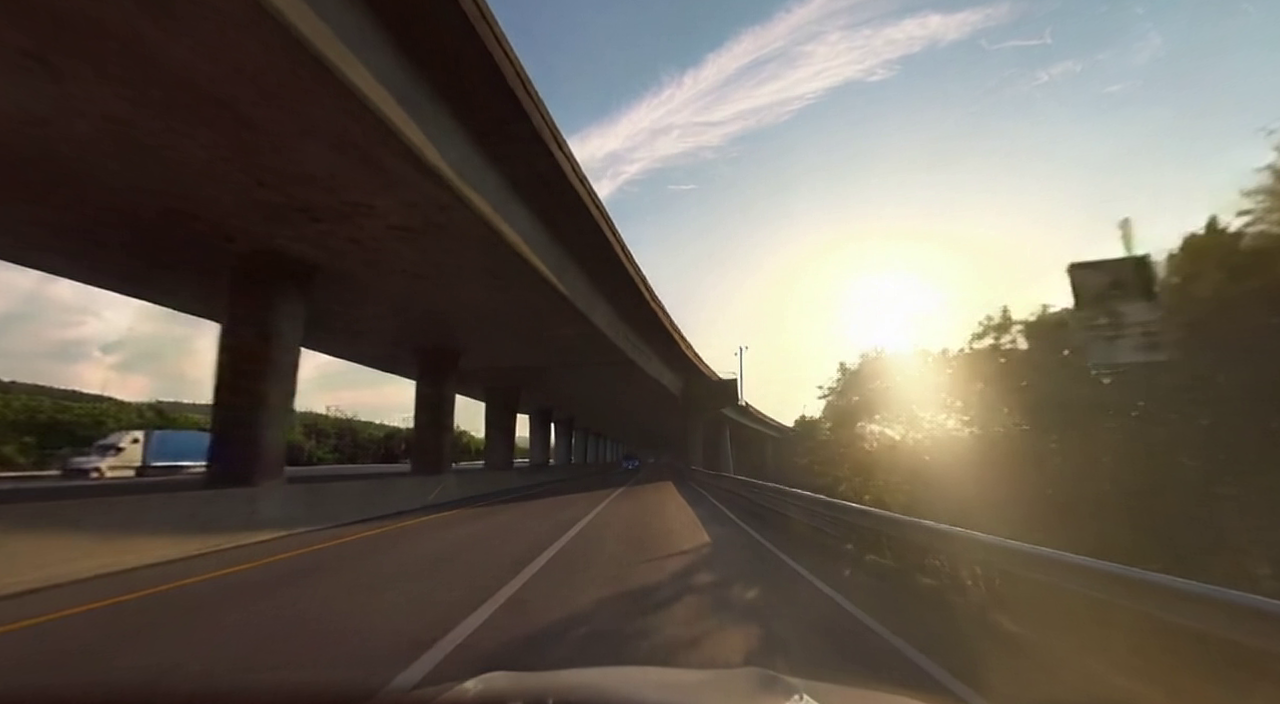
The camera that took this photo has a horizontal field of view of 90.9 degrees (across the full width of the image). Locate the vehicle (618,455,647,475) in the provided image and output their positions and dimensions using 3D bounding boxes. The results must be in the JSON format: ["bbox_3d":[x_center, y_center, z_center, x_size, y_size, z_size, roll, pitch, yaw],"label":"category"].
[{"bbox_3d":[-0.547,8.756,48.923,1.940,1.444,4.024,-1,-9,3],"label":"vehicle"}]
